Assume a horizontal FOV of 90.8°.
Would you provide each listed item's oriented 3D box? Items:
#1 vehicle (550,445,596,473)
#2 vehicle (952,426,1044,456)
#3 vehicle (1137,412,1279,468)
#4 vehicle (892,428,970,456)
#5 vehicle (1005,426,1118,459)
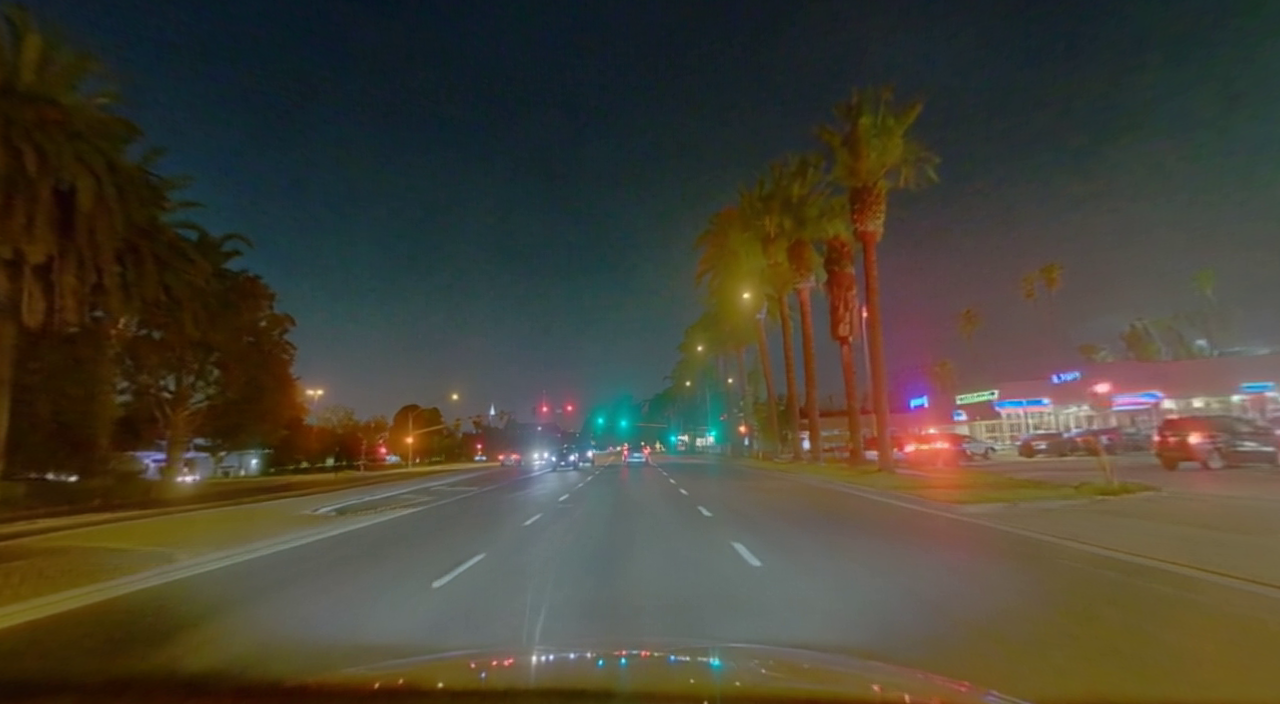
[{"bbox_3d":[-3.678,5.990,35.546,2.181,1.483,4.123,0,-9,0],"label":"vehicle"},{"bbox_3d":[21.625,5.438,38.362,4.600,1.677,1.980,-5,-10,26],"label":"vehicle"},{"bbox_3d":[21.273,3.181,22.675,4.764,1.846,2.370,-4,-9,21],"label":"vehicle"},{"bbox_3d":[20.744,6.441,45.035,4.753,1.809,2.016,-6,-9,28],"label":"vehicle"},{"bbox_3d":[21.396,4.674,32.313,4.505,1.584,2.015,-5,-10,27],"label":"vehicle"}]
